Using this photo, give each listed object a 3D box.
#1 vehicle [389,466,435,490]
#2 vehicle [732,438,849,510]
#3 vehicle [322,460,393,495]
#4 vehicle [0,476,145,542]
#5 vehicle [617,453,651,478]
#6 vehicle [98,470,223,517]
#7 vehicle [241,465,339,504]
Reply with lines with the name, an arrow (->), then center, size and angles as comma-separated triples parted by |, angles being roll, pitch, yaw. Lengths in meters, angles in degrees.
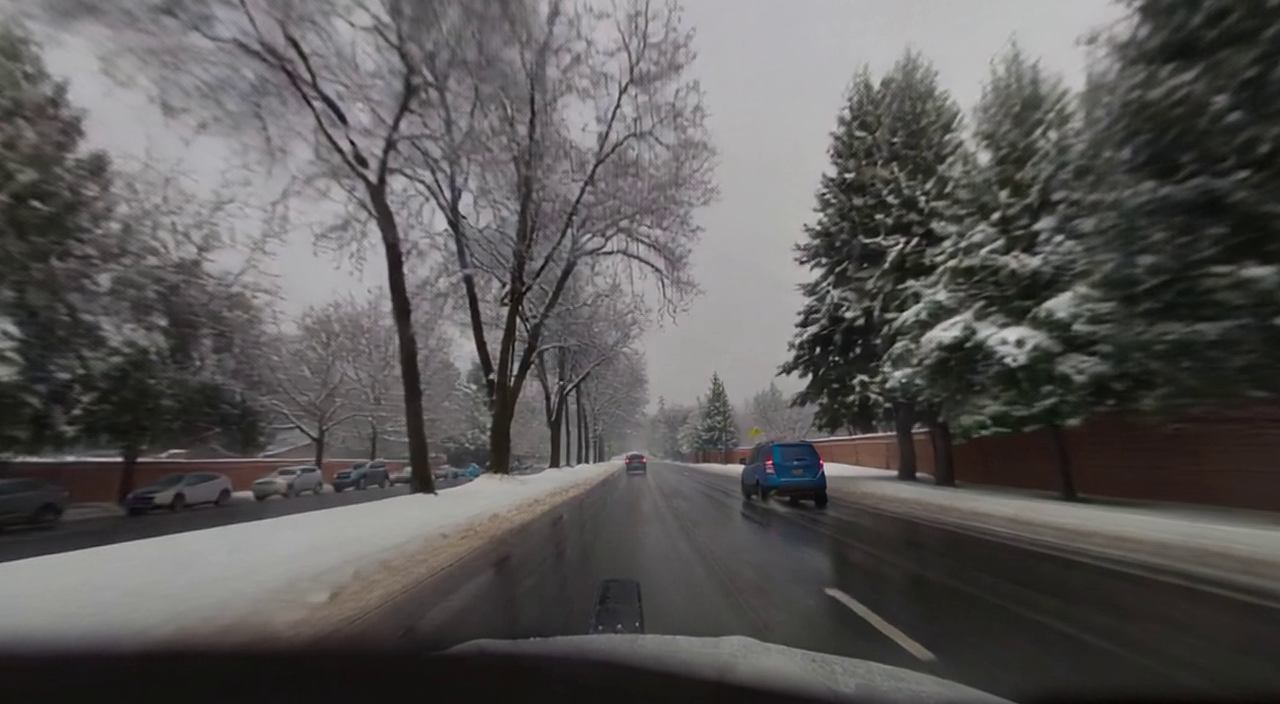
vehicle -> -17.040, 9.443, 47.493 | 1.933, 1.494, 4.259 | -1, -9, -1
vehicle -> 4.080, 3.409, 18.004 | 2.155, 1.752, 4.456 | 0, -9, -1
vehicle -> -17.524, 7.815, 39.529 | 2.352, 1.857, 4.893 | -3, -10, -2
vehicle -> -17.026, 4.418, 18.181 | 1.840, 1.475, 4.497 | -1, -9, 0
vehicle -> -0.424, 8.368, 46.712 | 2.391, 1.739, 3.837 | 0, -9, 0
vehicle -> -21.568, 6.326, 28.711 | 1.928, 1.740, 4.809 | -1, -9, -1
vehicle -> -17.342, 6.568, 31.642 | 2.184, 1.697, 4.826 | -1, -9, 0
